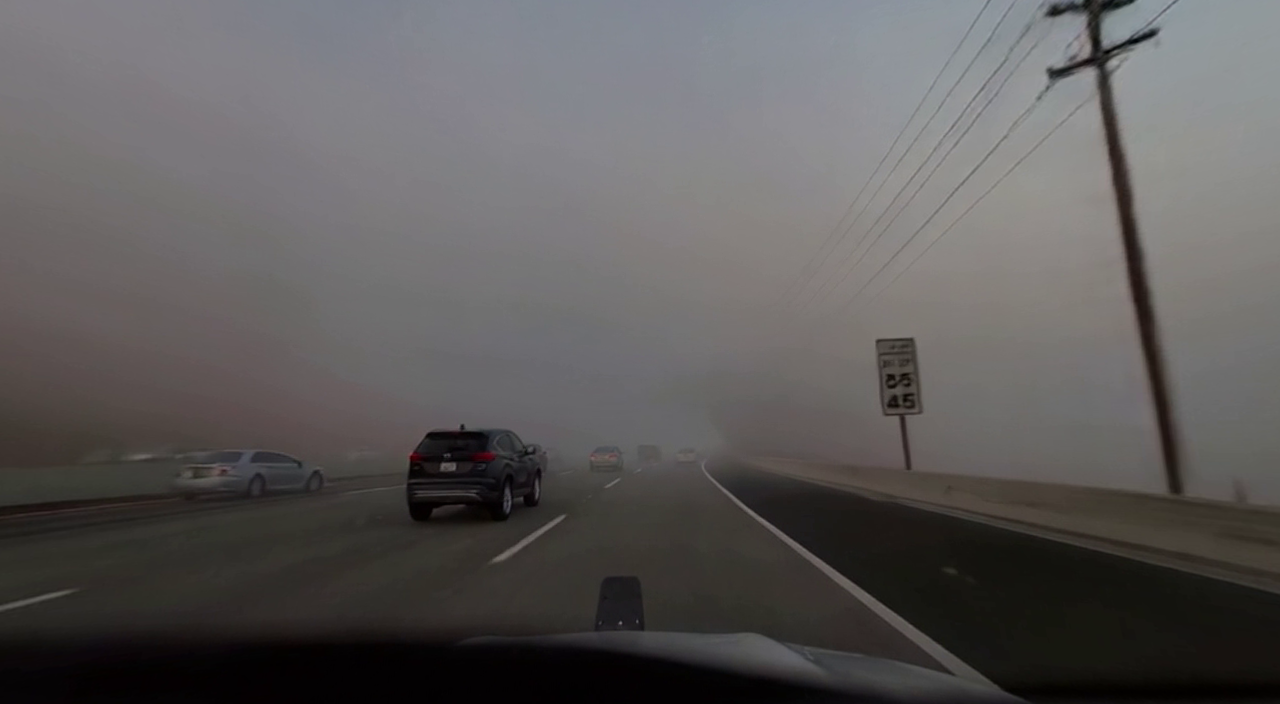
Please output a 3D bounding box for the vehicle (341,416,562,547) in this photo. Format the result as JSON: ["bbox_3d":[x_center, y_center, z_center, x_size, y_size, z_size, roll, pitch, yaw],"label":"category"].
[{"bbox_3d":[-2.934,2.173,11.279,2.202,1.801,4.959,0,-9,3],"label":"vehicle"}]

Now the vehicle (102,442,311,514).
[{"bbox_3d":[-10.473,3.039,15.739,1.954,1.517,4.378,0,-9,3],"label":"vehicle"}]

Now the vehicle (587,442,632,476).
[{"bbox_3d":[-1.567,5.698,33.845,1.976,1.688,4.124,-1,-9,4],"label":"vehicle"}]

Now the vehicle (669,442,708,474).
[{"bbox_3d":[2.787,5.998,35.827,2.038,1.677,4.219,-1,-9,5],"label":"vehicle"}]
